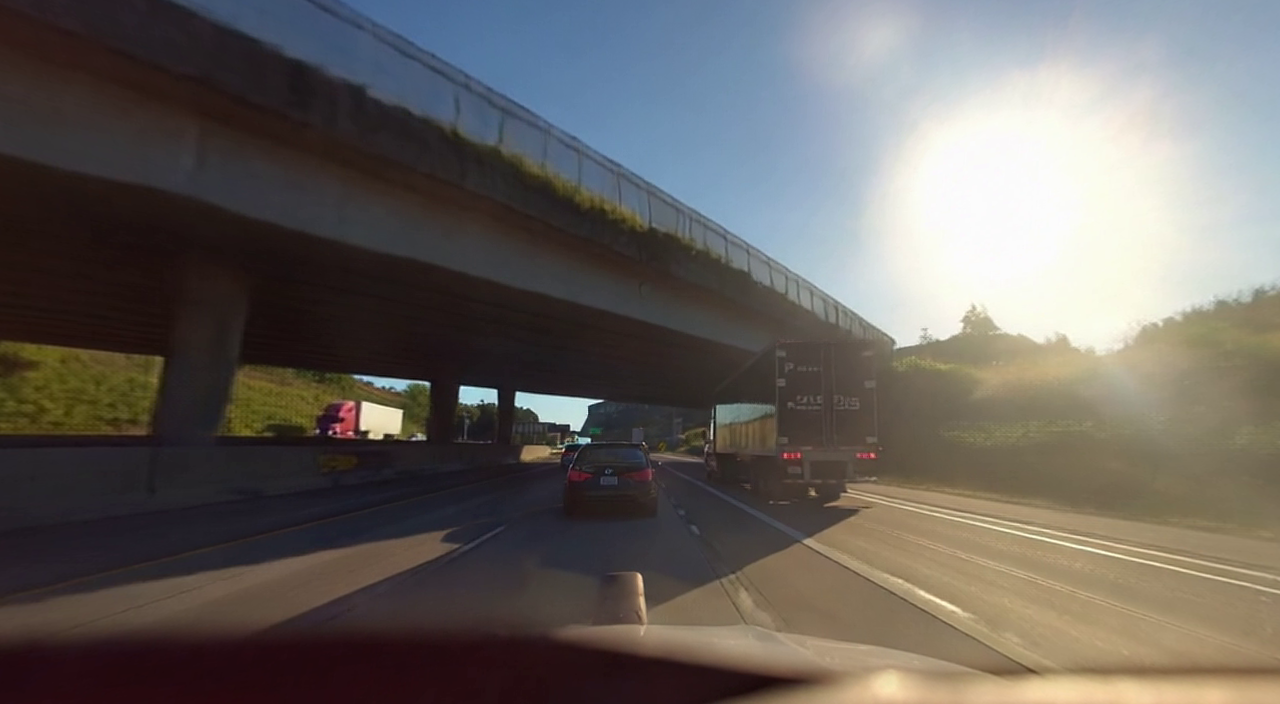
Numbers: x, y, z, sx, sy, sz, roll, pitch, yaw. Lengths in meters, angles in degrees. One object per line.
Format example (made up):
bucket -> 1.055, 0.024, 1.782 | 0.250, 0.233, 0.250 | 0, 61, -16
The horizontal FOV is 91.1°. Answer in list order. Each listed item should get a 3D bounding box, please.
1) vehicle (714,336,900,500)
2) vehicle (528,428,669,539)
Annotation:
vehicle -> 4.901, 2.667, 22.521 | 2.825, 4.043, 14.051 | 0, -9, 0
vehicle -> -0.604, 2.198, 11.057 | 2.038, 1.582, 3.729 | 0, -9, 0
